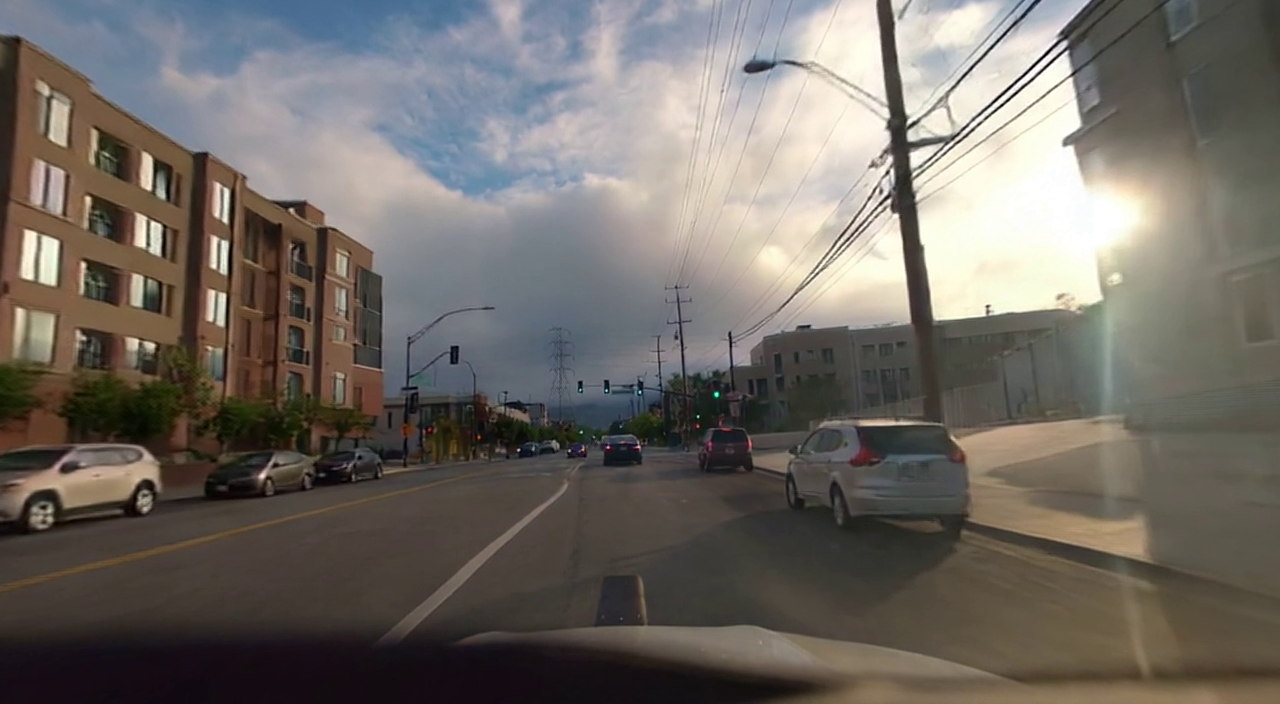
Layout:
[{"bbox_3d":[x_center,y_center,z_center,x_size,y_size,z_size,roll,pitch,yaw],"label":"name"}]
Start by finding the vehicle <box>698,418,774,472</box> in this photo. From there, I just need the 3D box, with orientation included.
[{"bbox_3d":[3.728,3.705,25.590,2.248,1.945,5.011,0,-7,-1],"label":"vehicle"}]

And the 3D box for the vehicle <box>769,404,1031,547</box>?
[{"bbox_3d":[3.703,1.820,10.142,2.186,1.764,4.470,0,-7,-2],"label":"vehicle"}]

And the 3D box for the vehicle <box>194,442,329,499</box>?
[{"bbox_3d":[-12.012,3.739,20.401,2.004,1.526,3.807,-2,-7,0],"label":"vehicle"}]

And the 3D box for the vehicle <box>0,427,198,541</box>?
[{"bbox_3d":[-11.872,2.537,13.114,1.997,1.918,4.736,0,-7,-2],"label":"vehicle"}]

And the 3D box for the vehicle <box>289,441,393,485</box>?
[{"bbox_3d":[-11.990,4.431,25.718,1.910,1.498,4.662,-2,-7,1],"label":"vehicle"}]

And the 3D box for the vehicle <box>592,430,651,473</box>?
[{"bbox_3d":[-0.626,3.634,23.558,2.019,1.453,4.129,0,-7,0],"label":"vehicle"}]
